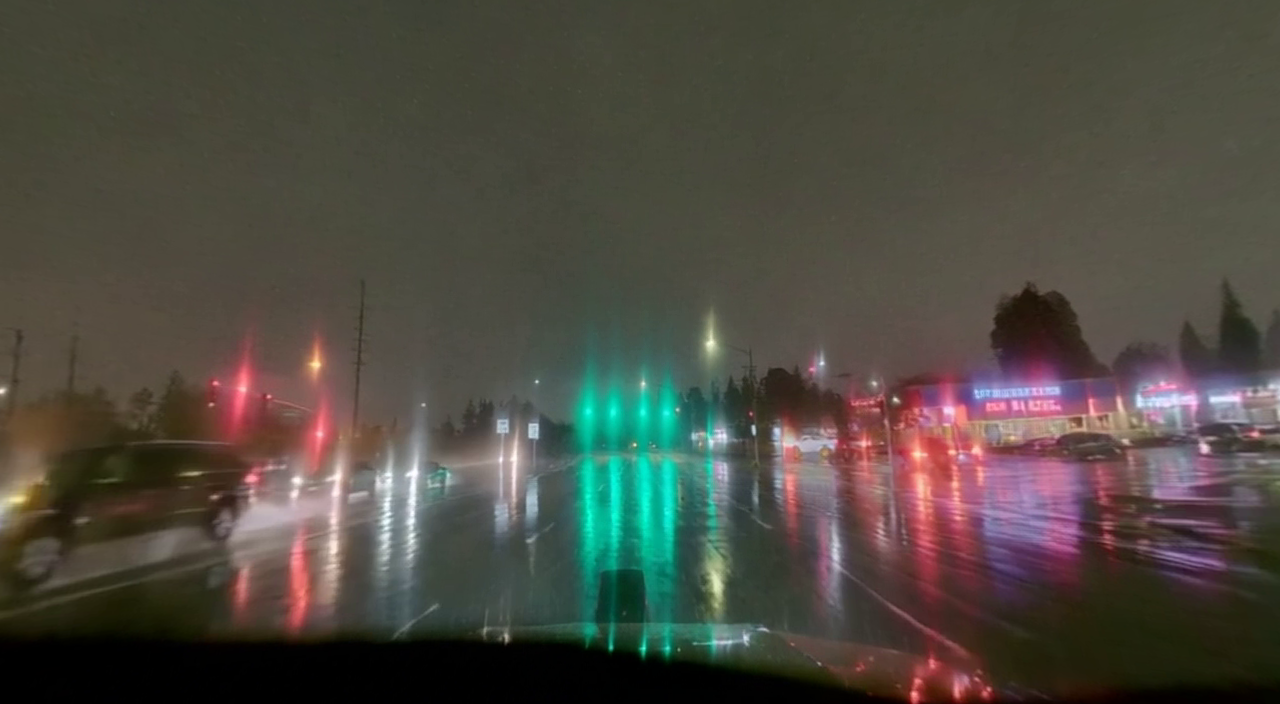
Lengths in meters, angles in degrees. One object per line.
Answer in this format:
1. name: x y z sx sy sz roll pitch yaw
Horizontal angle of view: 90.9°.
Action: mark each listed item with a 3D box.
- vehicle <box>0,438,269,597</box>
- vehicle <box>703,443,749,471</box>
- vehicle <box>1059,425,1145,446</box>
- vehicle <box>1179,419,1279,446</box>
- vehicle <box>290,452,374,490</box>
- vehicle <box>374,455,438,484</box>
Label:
1. vehicle: -7.899 2.110 9.118 2.231 1.650 5.052 0 -8 -4
2. vehicle: 4.655 5.752 34.766 1.913 1.463 4.198 0 -8 -1
3. vehicle: 33.223 6.051 45.433 4.540 1.446 1.919 -1 -8 5
4. vehicle: 33.814 4.687 36.344 1.753 1.399 4.538 -1 -8 5
5. vehicle: -16.653 6.423 34.428 2.072 1.862 4.948 0 -8 0
6. vehicle: -13.158 6.591 35.723 1.847 1.424 4.521 -1 -8 1
